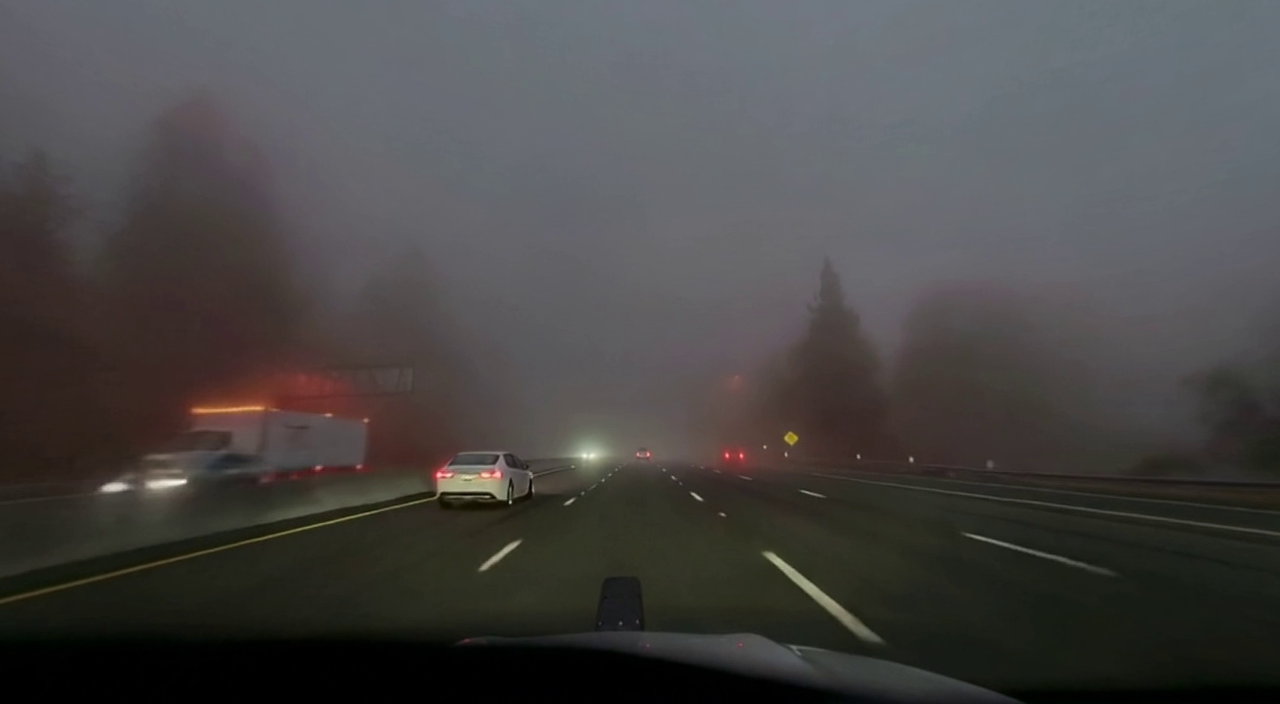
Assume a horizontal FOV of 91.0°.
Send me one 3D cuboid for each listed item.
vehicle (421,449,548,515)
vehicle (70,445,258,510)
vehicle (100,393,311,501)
[{"bbox_3d":[-3.904,3.353,16.789,2.162,1.493,4.583,0,-9,1],"label":"vehicle"},{"bbox_3d":[-14.267,3.762,19.340,2.037,1.722,4.639,0,-9,1],"label":"vehicle"},{"bbox_3d":[-18.490,4.221,27.904,3.039,3.989,8.730,0,-9,-1],"label":"vehicle"}]
